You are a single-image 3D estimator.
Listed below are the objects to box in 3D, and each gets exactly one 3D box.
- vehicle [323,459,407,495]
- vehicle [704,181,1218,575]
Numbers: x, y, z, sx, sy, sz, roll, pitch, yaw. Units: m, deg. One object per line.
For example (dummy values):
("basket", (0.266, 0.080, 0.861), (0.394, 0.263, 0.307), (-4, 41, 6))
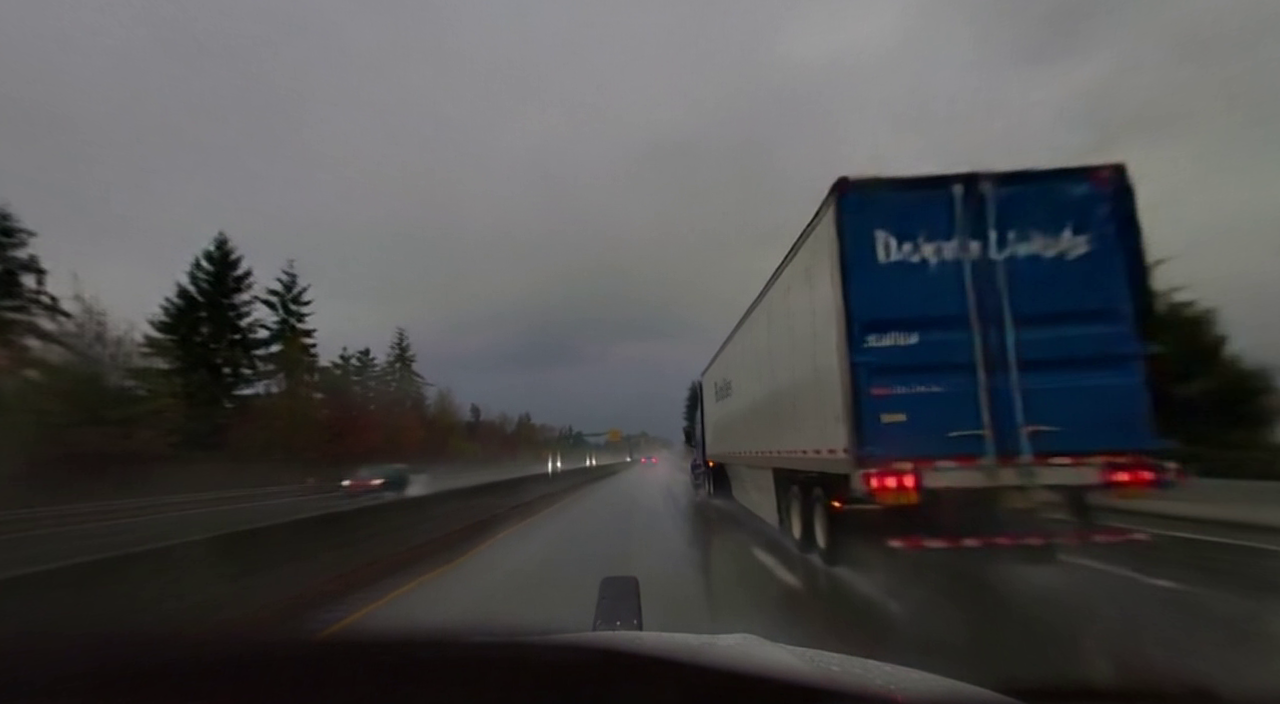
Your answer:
("vehicle", (-13.283, 6.054, 30.592), (1.934, 1.501, 4.635), (0, -9, 1))
("vehicle", (4.065, 1.502, 15.078), (3.537, 4.071, 17.399), (0, -9, 1))
